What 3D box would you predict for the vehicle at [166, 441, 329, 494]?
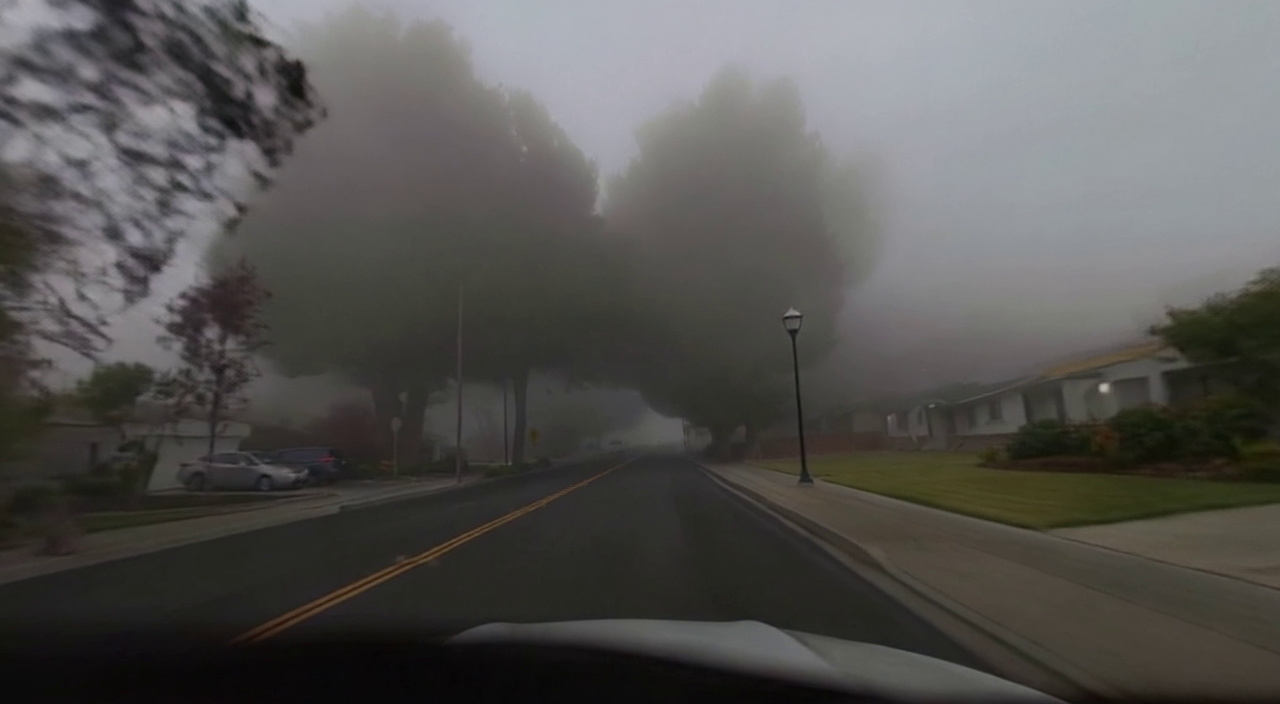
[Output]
[{"bbox_3d":[-13.714,4.049,22.338,4.370,1.761,1.901,1,-9,-6],"label":"vehicle"}]
